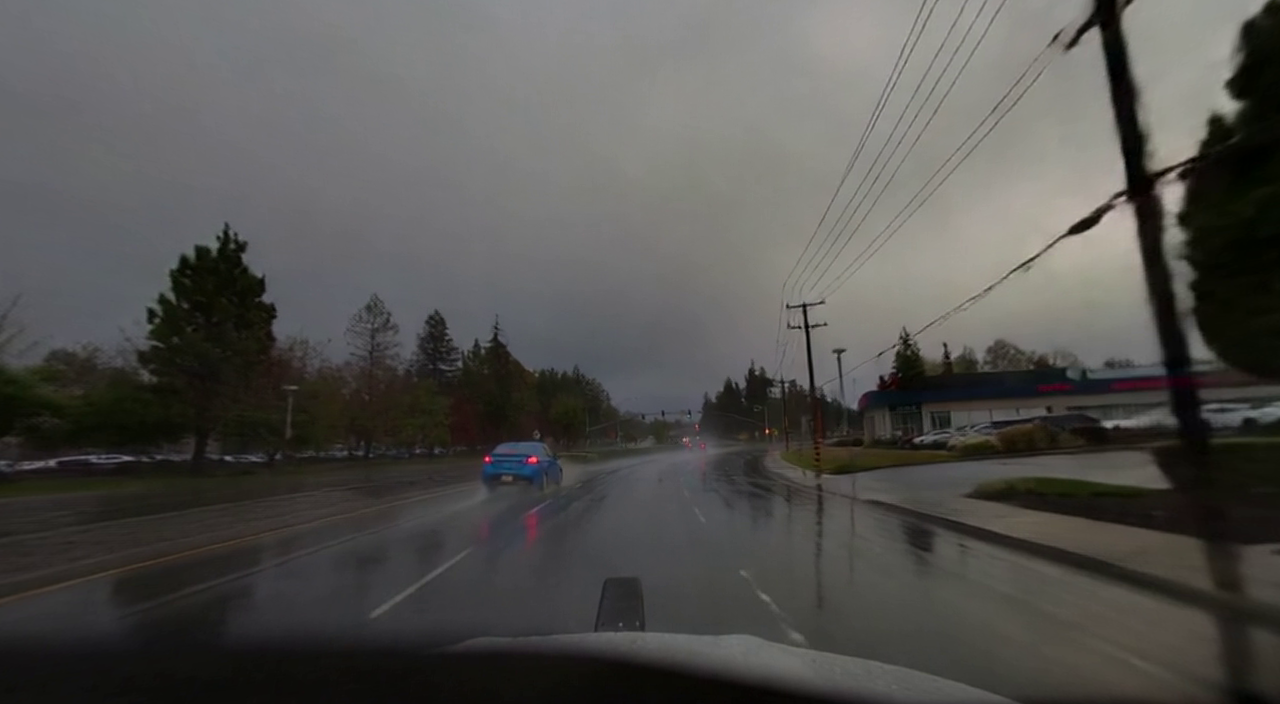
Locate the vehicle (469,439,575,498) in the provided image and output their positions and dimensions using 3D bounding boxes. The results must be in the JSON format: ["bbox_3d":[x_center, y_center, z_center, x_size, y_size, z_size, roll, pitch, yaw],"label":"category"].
[{"bbox_3d":[-3.271,3.302,18.482,1.928,1.488,4.635,-1,-8,4],"label":"vehicle"}]
